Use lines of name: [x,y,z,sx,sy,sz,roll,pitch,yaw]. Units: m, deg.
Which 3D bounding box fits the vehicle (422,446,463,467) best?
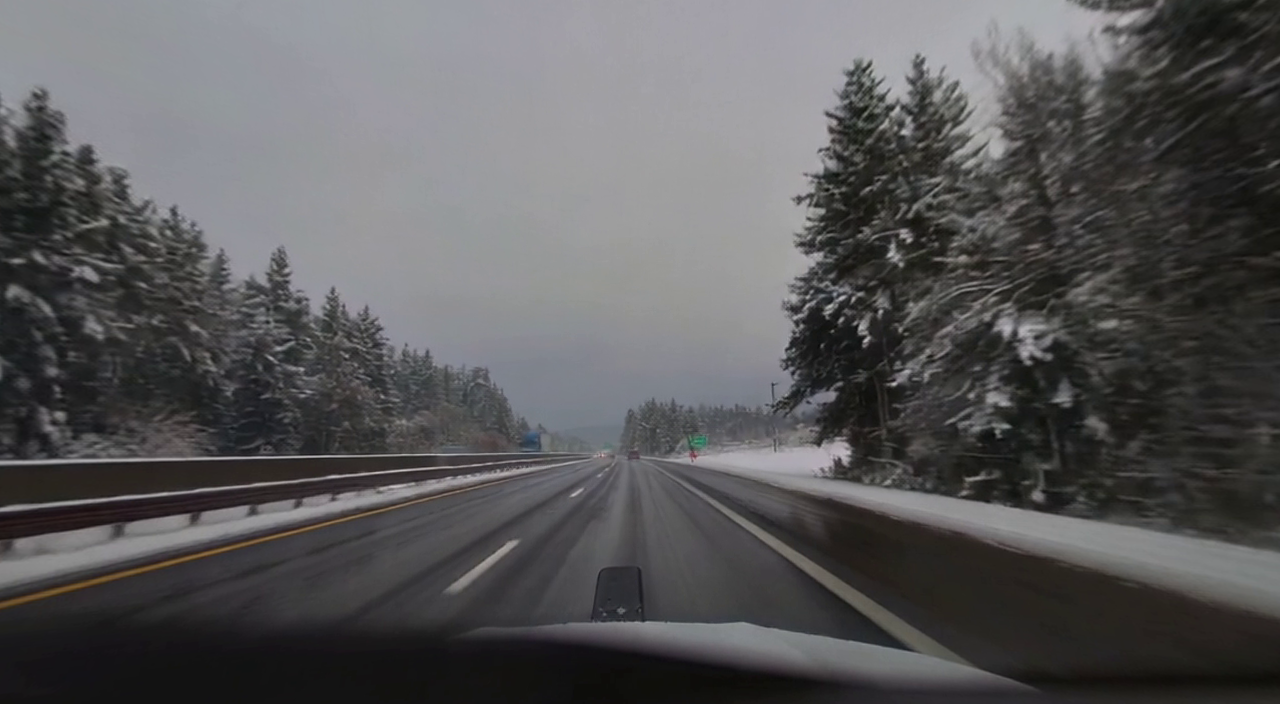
vehicle: [-15.325,8.130,49.100,1.843,1.534,4.172,0,-9,0]
